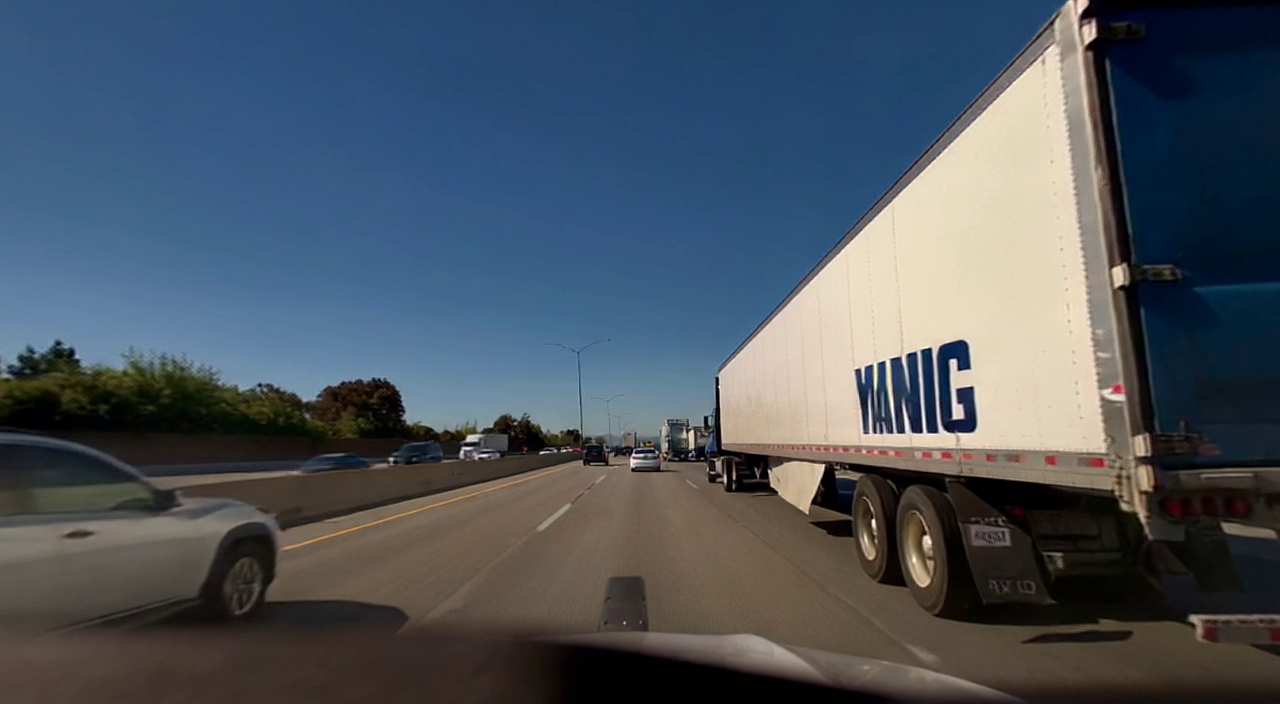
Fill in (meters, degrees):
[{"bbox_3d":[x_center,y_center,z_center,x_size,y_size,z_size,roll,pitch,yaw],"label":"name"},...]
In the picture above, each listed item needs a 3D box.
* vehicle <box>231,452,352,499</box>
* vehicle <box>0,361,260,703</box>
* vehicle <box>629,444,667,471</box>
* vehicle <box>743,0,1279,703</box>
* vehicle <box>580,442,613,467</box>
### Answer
[{"bbox_3d":[-12.158,4.296,22.367,1.763,1.453,4.339,-1,-9,1],"label":"vehicle"},{"bbox_3d":[-3.830,0.803,2.000,2.091,1.722,4.974,-1,-9,1],"label":"vehicle"},{"bbox_3d":[0.449,6.099,36.587,2.063,1.469,4.208,0,-9,0],"label":"vehicle"},{"bbox_3d":[3.902,0.509,8.767,2.821,4.077,12.562,0,-9,0],"label":"vehicle"},{"bbox_3d":[-3.125,7.436,46.074,2.058,1.711,4.226,-1,-9,1],"label":"vehicle"}]
